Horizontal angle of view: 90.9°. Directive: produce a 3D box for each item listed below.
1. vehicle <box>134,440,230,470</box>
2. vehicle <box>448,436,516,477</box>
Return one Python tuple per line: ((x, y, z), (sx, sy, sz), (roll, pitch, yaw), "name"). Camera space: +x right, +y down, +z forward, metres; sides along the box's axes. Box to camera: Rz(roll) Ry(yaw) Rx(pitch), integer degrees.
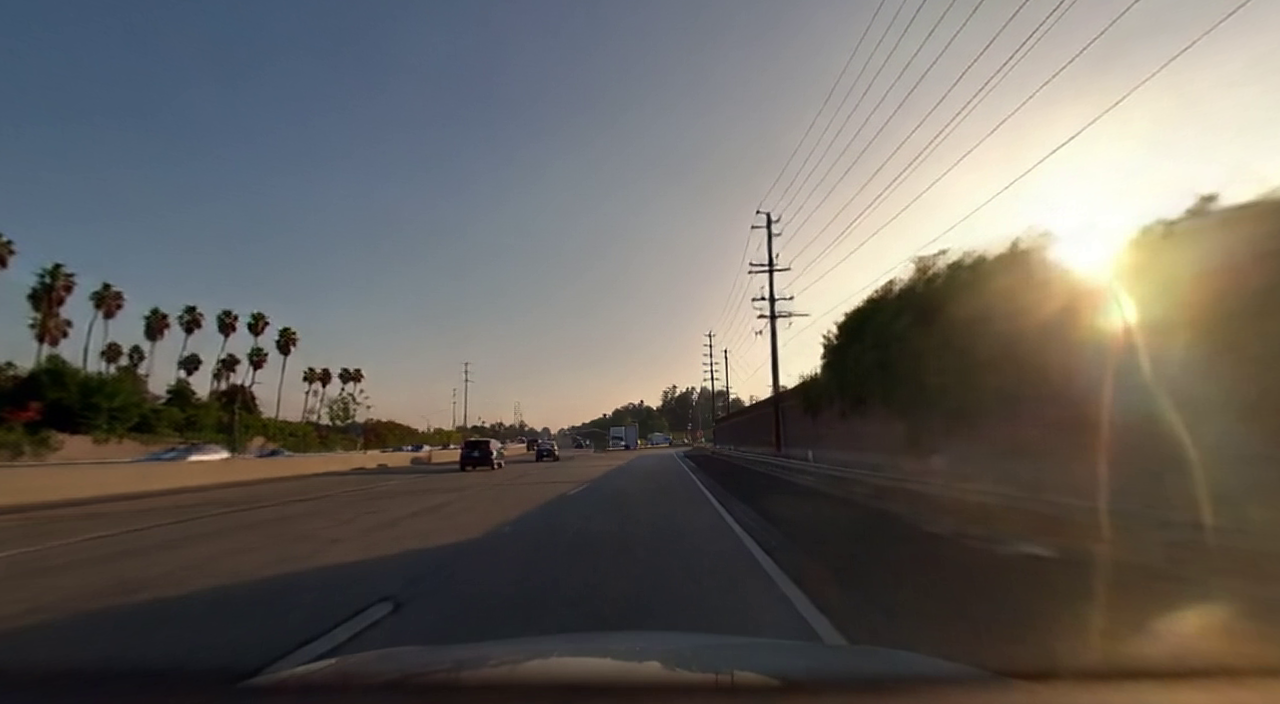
((-32.324, 7.265, 44.823), (2.345, 1.917, 6.283), (0, -8, -3), "vehicle")
((-6.622, 4.408, 26.879), (2.029, 1.609, 3.935), (0, -8, -2), "vehicle")
